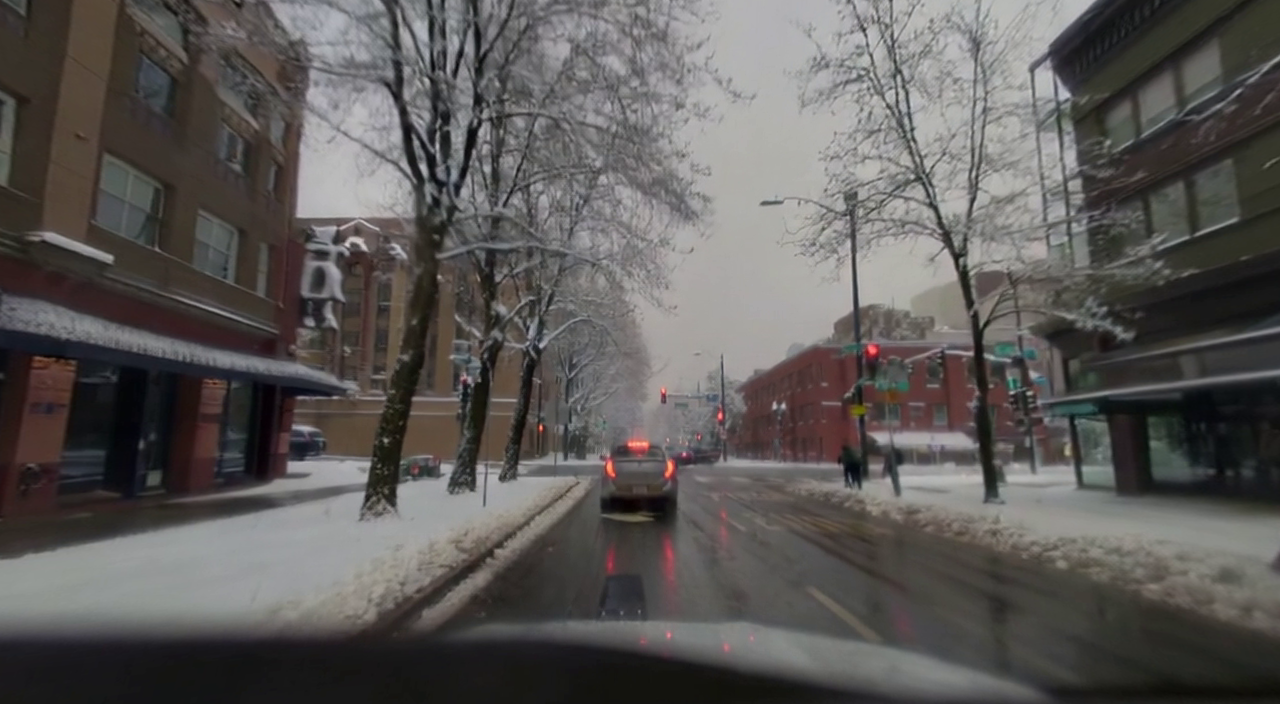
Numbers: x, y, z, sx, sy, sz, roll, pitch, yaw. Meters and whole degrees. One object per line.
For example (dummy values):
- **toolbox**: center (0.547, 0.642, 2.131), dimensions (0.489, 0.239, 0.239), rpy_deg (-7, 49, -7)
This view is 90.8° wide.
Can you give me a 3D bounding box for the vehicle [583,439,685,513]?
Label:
- **vehicle**: center (-0.139, 2.902, 15.324), dimensions (2.106, 1.482, 4.459), rpy_deg (0, -9, 0)
